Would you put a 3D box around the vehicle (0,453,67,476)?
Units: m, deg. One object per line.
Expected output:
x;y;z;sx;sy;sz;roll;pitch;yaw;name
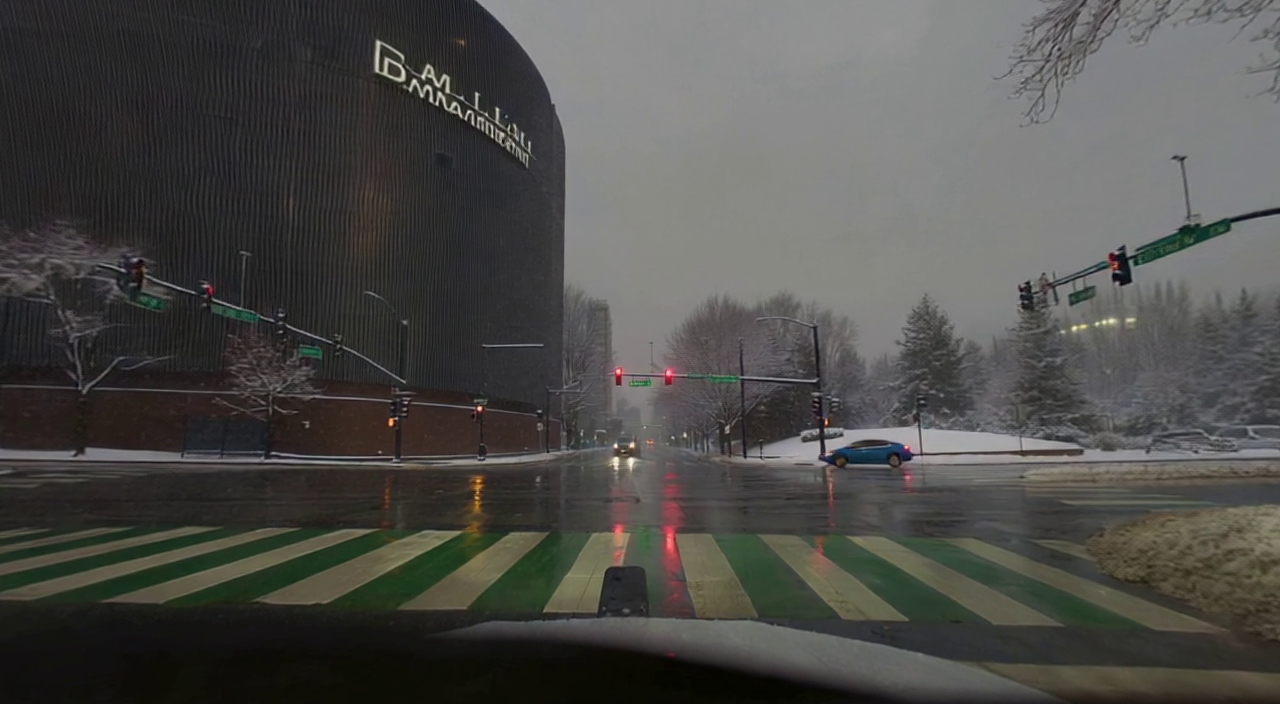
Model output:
-41.639;7.639;42.776;3.698;1.467;1.779;0;-8;1;vehicle

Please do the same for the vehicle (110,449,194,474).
-33.050;7.406;42.760;4.136;1.661;1.857;0;-8;1;vehicle

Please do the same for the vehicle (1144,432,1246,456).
36.188;6.020;41.183;4.767;1.456;1.858;-1;-8;3;vehicle

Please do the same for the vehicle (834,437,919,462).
14.550;6.037;39.049;4.529;1.457;1.981;-1;-9;7;vehicle
